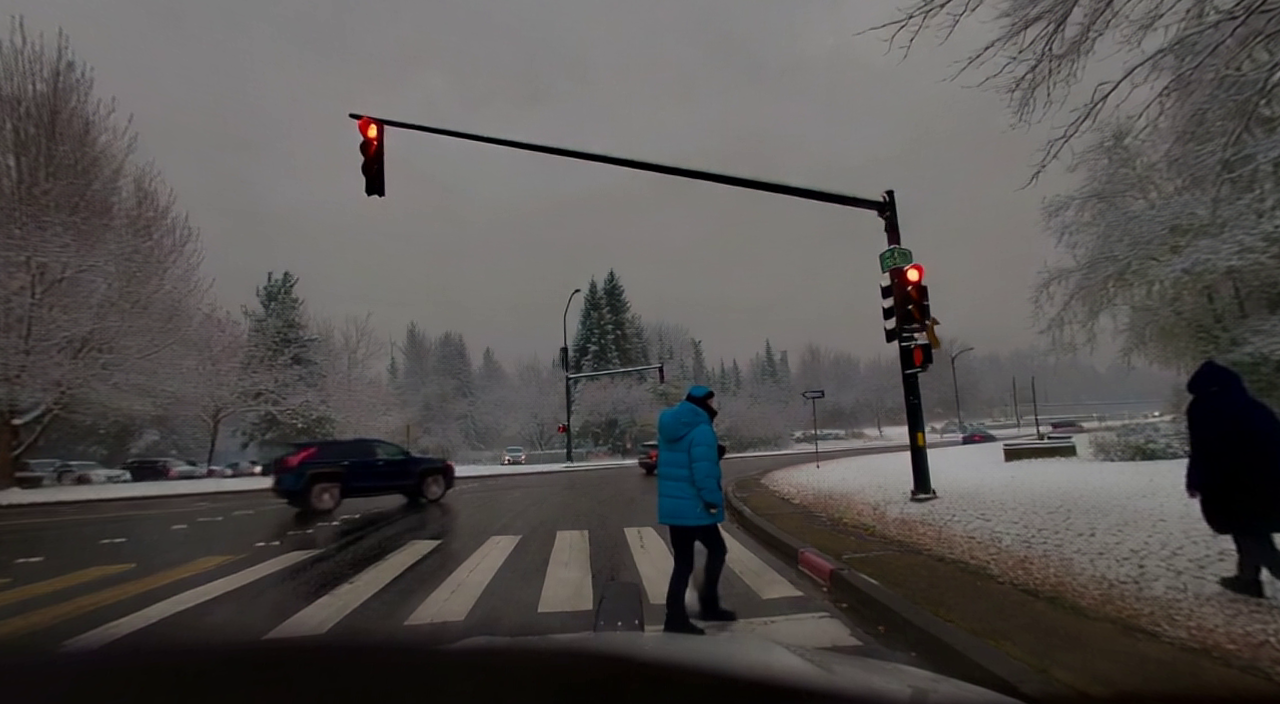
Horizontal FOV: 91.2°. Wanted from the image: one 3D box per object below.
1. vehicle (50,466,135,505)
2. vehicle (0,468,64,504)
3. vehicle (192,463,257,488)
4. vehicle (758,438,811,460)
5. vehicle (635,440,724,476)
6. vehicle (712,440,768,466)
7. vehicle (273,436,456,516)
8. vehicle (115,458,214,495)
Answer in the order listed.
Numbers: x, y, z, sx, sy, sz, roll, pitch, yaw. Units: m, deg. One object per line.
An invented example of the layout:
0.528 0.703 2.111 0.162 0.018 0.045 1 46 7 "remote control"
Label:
-25.429 6.156 29.282 1.694 1.528 4.225 3 -9 -24 "vehicle"
-30.326 6.443 30.324 1.800 1.520 3.968 2 -9 -14 "vehicle"
-28.544 8.479 43.168 1.768 1.465 3.972 0 -9 -1 "vehicle"
11.462 7.646 49.381 1.979 1.659 4.907 -8 -11 39 "vehicle"
2.018 5.134 30.520 1.915 1.586 4.734 -7 -11 38 "vehicle"
7.034 7.055 43.946 1.867 1.743 4.259 -8 -11 39 "vehicle"
-7.780 3.456 18.043 2.001 1.988 4.281 -8 -11 39 "vehicle"
-27.850 7.264 36.948 2.064 1.913 5.081 0 -9 -3 "vehicle"
